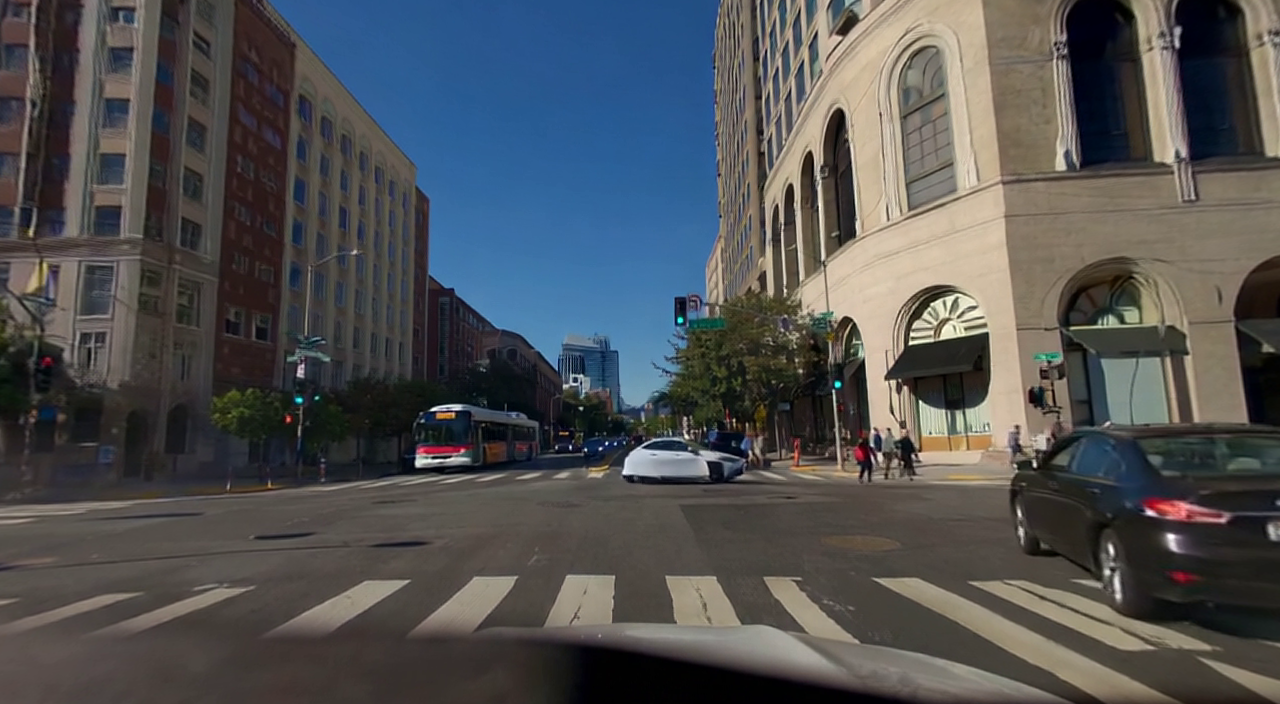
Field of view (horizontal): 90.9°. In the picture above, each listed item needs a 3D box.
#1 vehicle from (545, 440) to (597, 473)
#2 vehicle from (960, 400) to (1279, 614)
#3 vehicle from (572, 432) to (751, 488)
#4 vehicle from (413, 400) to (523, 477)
[{"bbox_3d":[-3.163,4.878,29.730,1.904,1.402,4.759,0,-8,0],"label":"vehicle"},{"bbox_3d":[4.966,1.398,6.563,2.006,1.495,4.271,-2,-9,15],"label":"vehicle"},{"bbox_3d":[0.518,3.301,19.470,5.388,1.465,2.050,-8,-10,40],"label":"vehicle"},{"bbox_3d":[-8.675,4.636,33.483,2.916,3.427,10.189,0,-8,1],"label":"vehicle"}]
